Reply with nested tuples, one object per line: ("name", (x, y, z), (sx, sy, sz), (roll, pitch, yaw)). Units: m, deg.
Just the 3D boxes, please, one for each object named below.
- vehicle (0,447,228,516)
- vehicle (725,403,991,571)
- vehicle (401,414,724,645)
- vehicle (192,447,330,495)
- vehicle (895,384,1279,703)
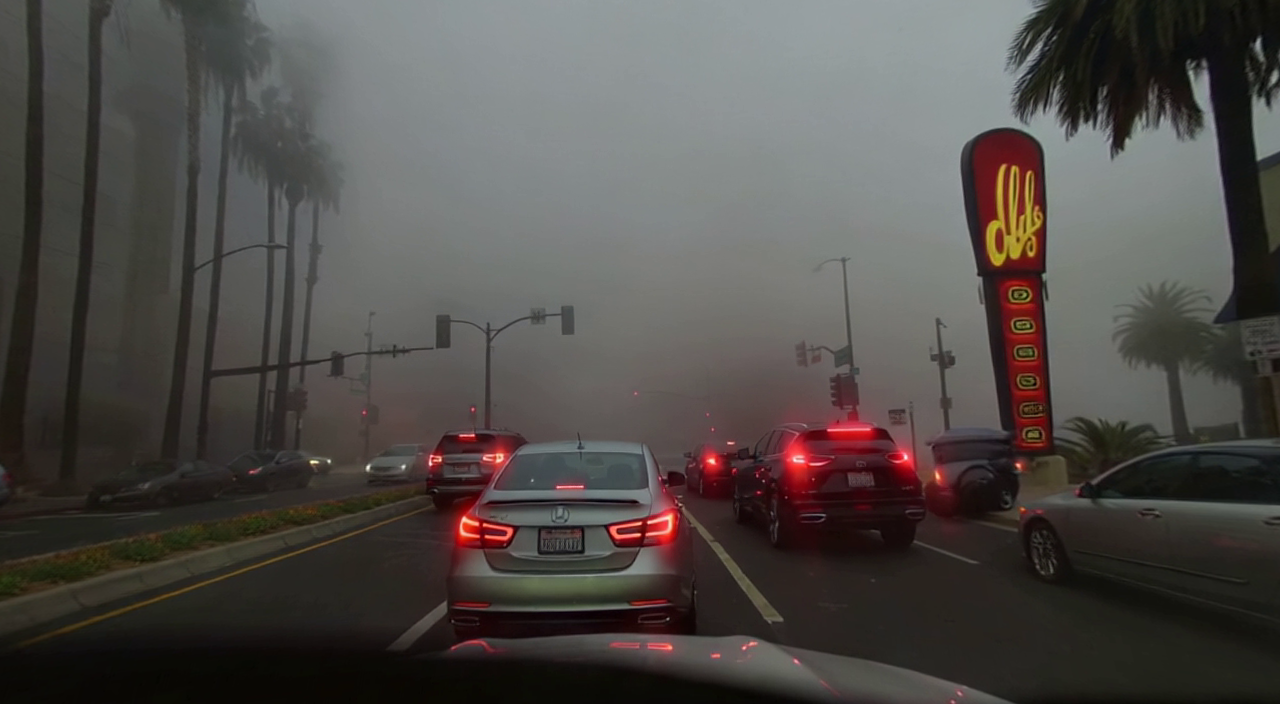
("vehicle", (-12.849, 3.136, 15.934), (1.870, 1.475, 4.531), (0, -9, 0))
("vehicle", (2.633, 1.768, 9.037), (2.096, 1.775, 4.440), (0, -9, -2))
("vehicle", (-0.516, 1.467, 6.229), (2.096, 1.492, 4.071), (0, -9, 0))
("vehicle", (-12.857, 4.022, 21.867), (1.856, 1.455, 4.700), (0, -9, 1))
("vehicle", (2.603, 0.811, 1.486), (2.085, 1.469, 4.458), (0, -9, -1))
